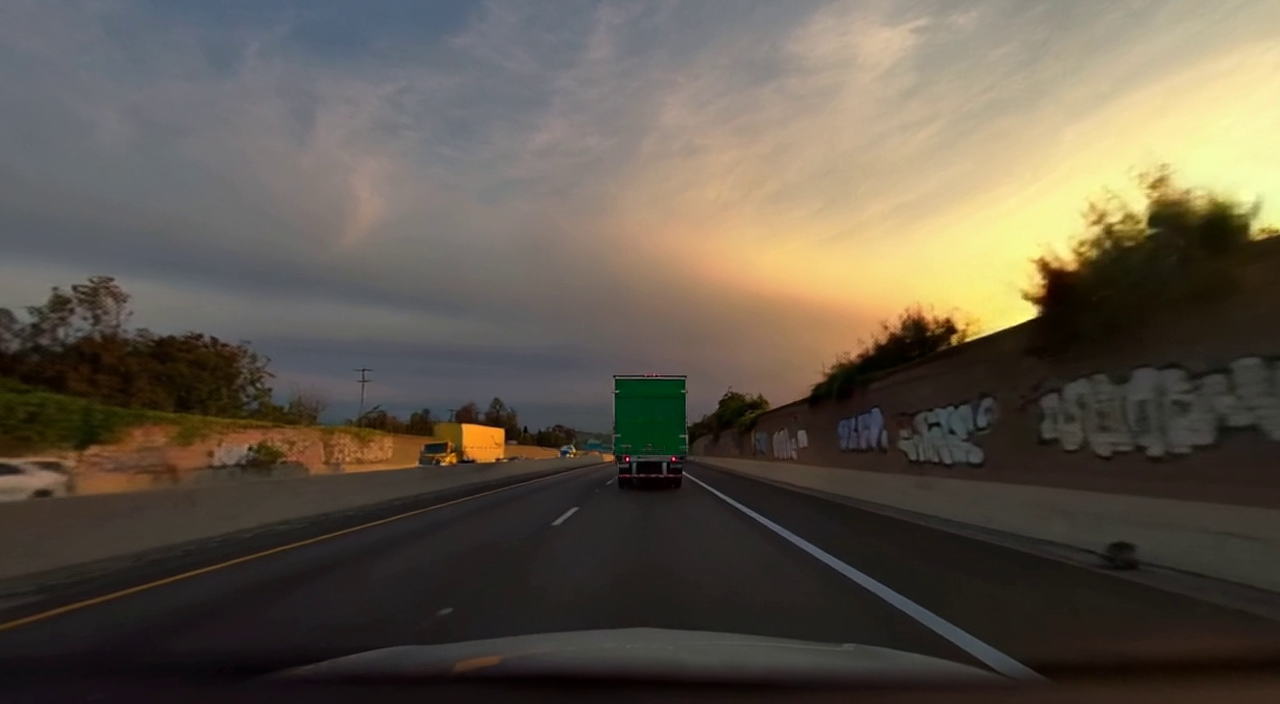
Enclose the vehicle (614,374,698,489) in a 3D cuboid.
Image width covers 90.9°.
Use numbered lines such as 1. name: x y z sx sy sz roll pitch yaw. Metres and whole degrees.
1. vehicle: 0.446 3.522 26.897 2.900 3.955 10.151 0 -9 -1
